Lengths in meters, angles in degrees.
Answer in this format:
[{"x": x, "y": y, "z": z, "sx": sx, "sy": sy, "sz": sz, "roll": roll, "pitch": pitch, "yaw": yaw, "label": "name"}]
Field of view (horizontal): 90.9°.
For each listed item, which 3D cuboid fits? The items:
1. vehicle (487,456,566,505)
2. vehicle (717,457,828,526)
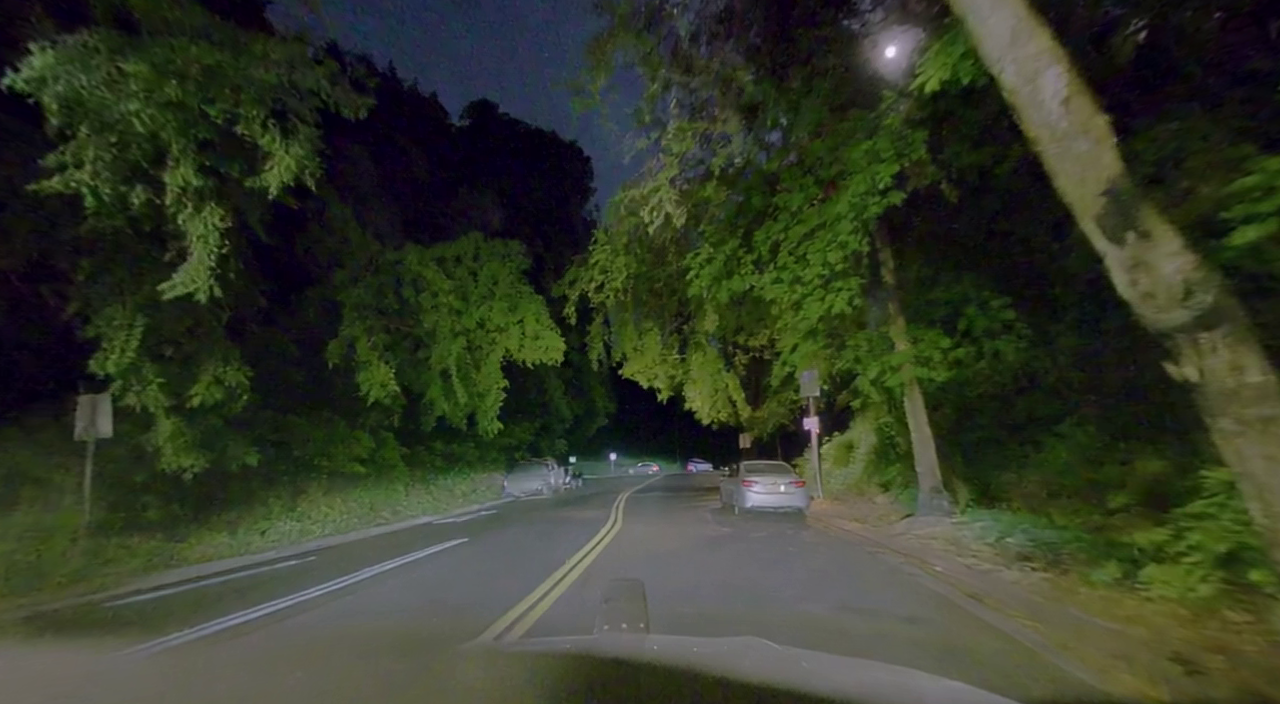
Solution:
[{"x": -5.630, "y": 6.520, "z": 32.178, "sx": 2.583, "sy": 2.167, "sz": 5.667, "roll": -3, "pitch": -11, "yaw": 4, "label": "vehicle"}, {"x": 3.246, "y": 3.517, "z": 16.431, "sx": 2.033, "sy": 1.424, "sz": 4.560, "roll": -1, "pitch": -9, "yaw": 2, "label": "vehicle"}]
